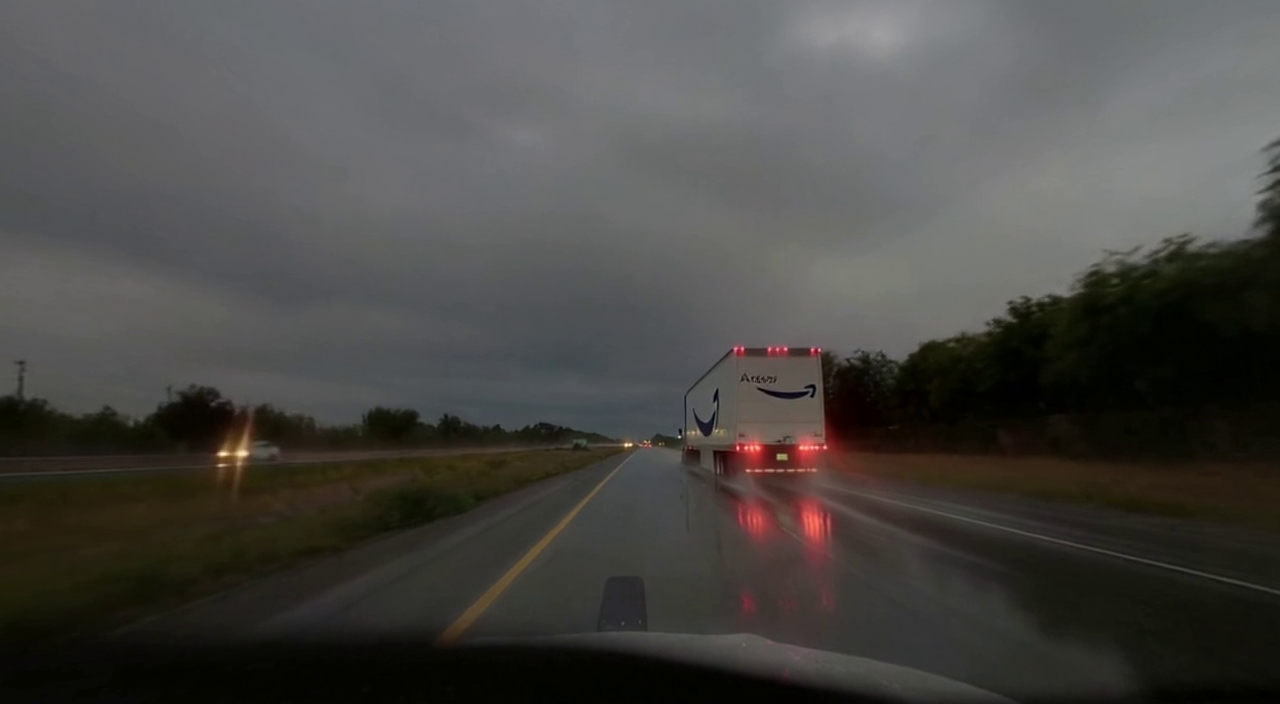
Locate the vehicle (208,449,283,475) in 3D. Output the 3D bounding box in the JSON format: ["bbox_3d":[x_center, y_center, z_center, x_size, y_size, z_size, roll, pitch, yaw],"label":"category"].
[{"bbox_3d":[-28.441,7.930,45.483,2.216,1.758,4.974,0,-8,0],"label":"vehicle"}]

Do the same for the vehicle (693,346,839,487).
[{"bbox_3d":[4.563,3.167,27.716,3.190,4.365,16.625,0,-8,1],"label":"vehicle"}]
